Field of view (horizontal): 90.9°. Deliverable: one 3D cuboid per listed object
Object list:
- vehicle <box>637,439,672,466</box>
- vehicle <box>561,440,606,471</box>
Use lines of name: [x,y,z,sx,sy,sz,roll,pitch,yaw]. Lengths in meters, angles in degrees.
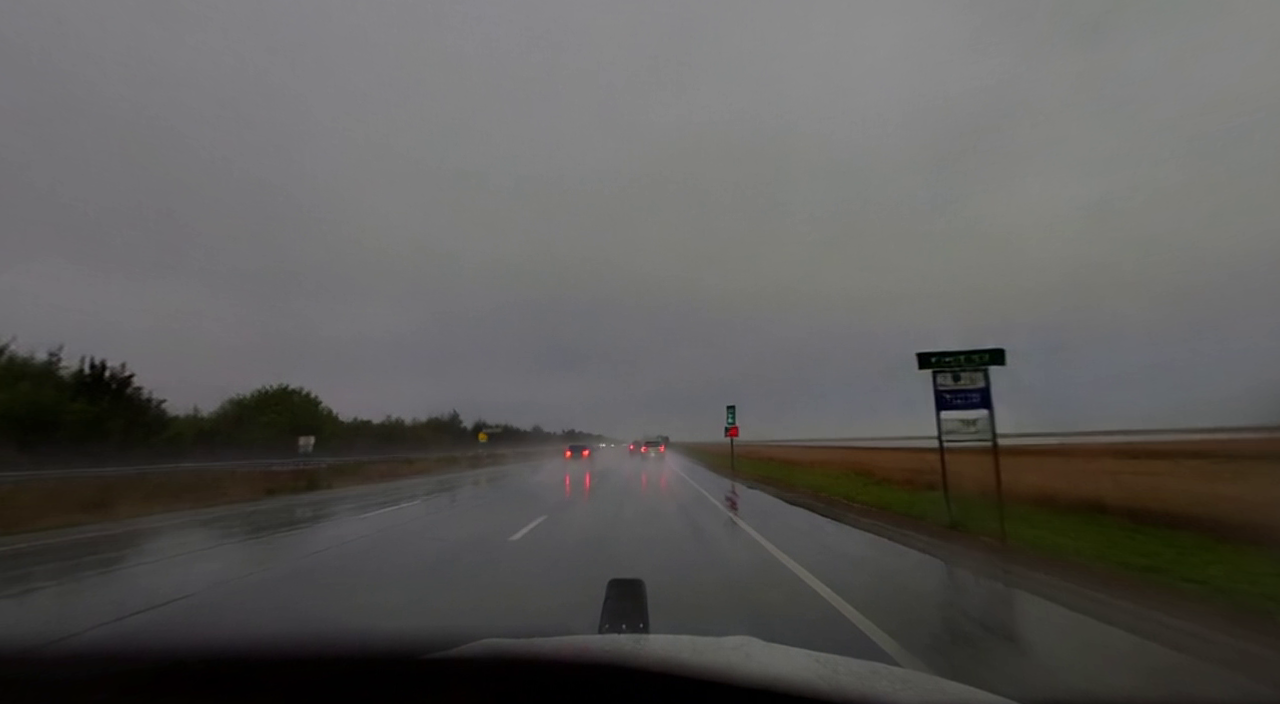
vehicle: [0.988,6.964,43.848,2.259,1.697,4.106,0,-8,1]
vehicle: [-3.143,5.868,35.891,2.028,1.634,4.441,-1,-8,2]
